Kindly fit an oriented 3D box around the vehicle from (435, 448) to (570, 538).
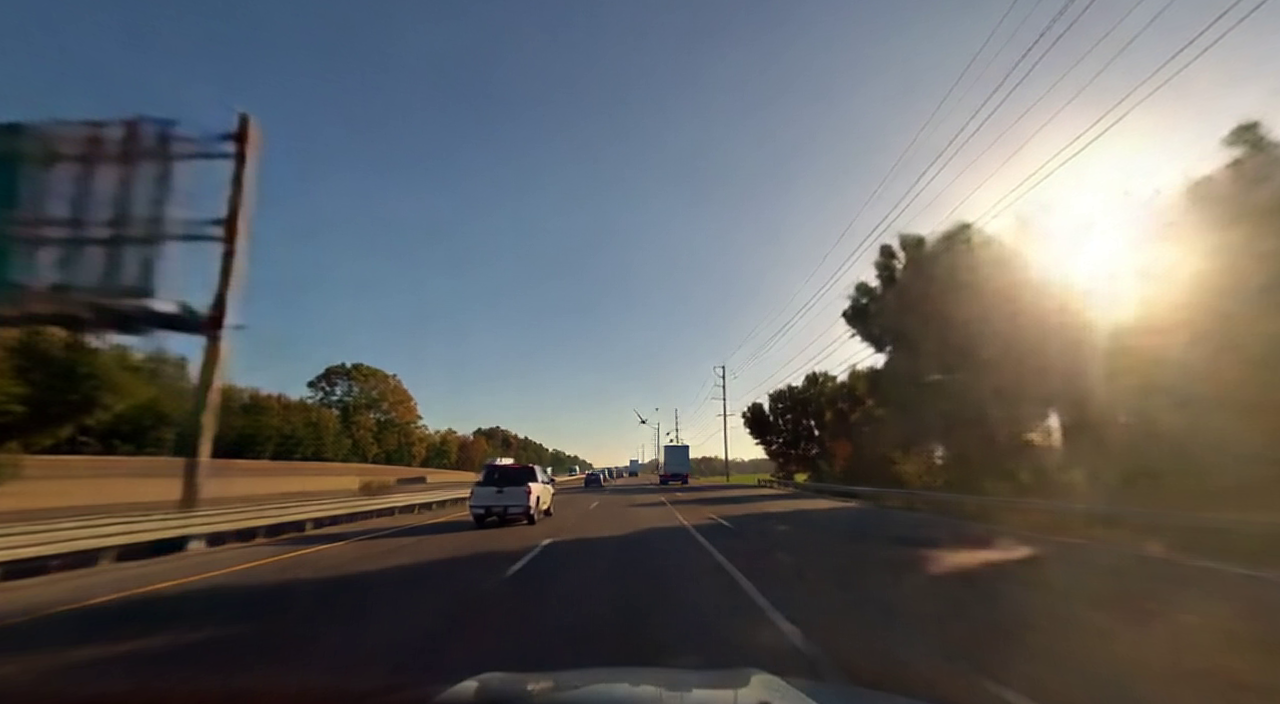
[{"bbox_3d":[-2.941,3.180,14.616,2.065,1.722,4.441,1,-11,1],"label":"vehicle"}]
